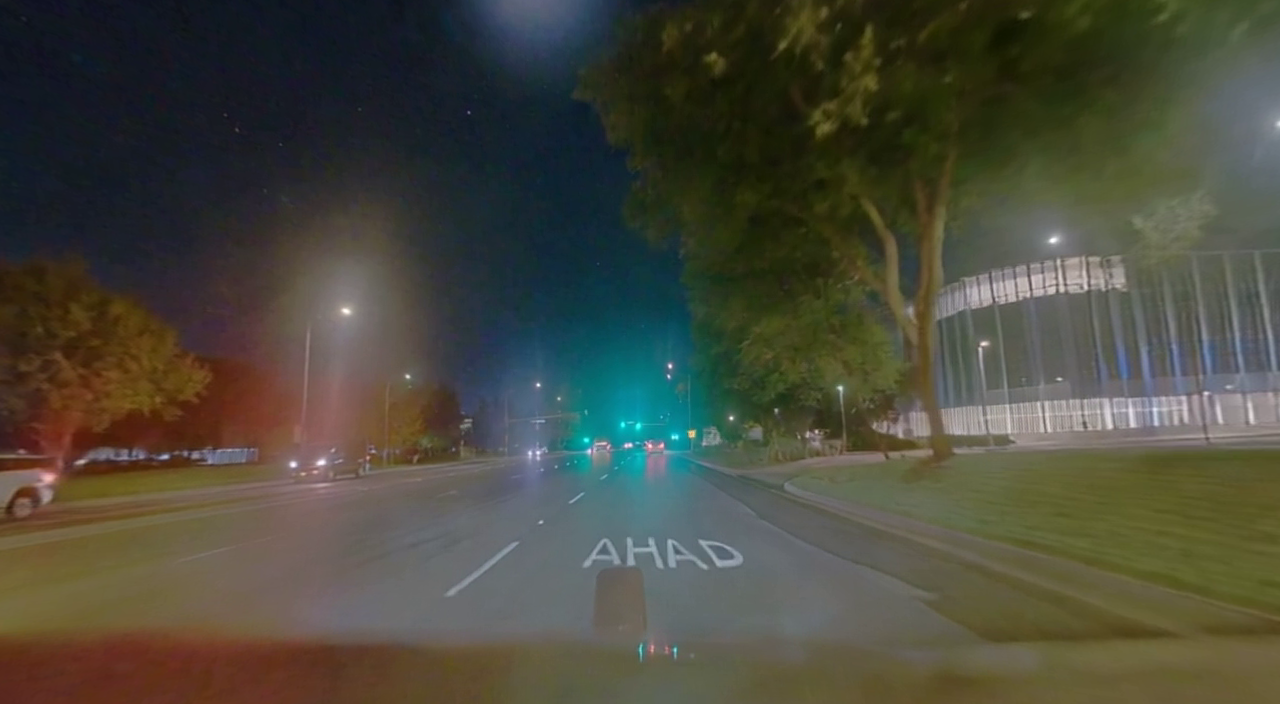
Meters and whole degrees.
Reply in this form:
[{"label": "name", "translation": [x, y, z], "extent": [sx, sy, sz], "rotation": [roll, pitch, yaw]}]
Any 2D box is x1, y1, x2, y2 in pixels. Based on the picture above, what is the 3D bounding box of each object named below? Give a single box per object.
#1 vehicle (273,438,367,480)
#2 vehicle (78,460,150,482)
[{"label": "vehicle", "translation": [-17.367, 5.802, 34.480], "extent": [2.331, 2.109, 5.400], "rotation": [0, -8, 0]}, {"label": "vehicle", "translation": [-41.512, 9.383, 49.597], "extent": [4.294, 1.512, 1.800], "rotation": [-4, -9, 6]}]
